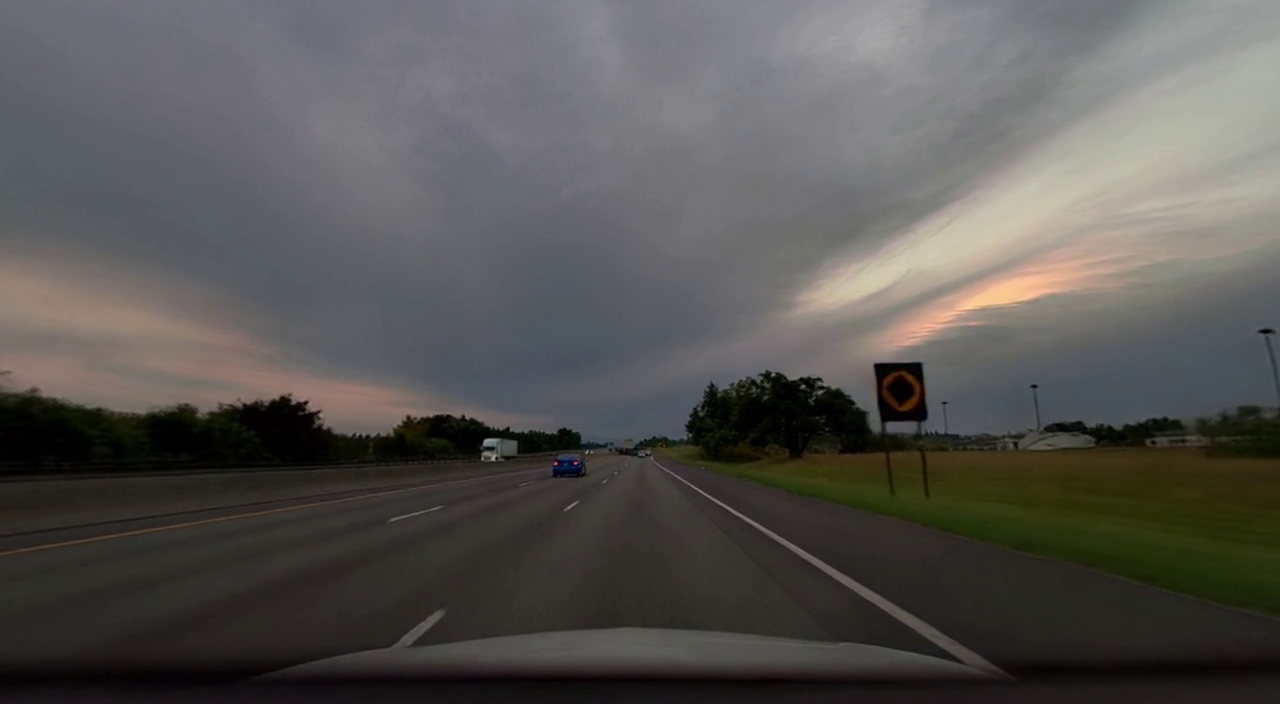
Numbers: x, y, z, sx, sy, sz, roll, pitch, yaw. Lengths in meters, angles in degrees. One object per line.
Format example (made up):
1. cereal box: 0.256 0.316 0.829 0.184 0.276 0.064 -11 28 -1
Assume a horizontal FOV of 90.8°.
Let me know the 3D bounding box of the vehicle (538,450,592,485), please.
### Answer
1. vehicle: -3.553 5.551 30.573 2.121 1.537 3.852 0 -9 0
